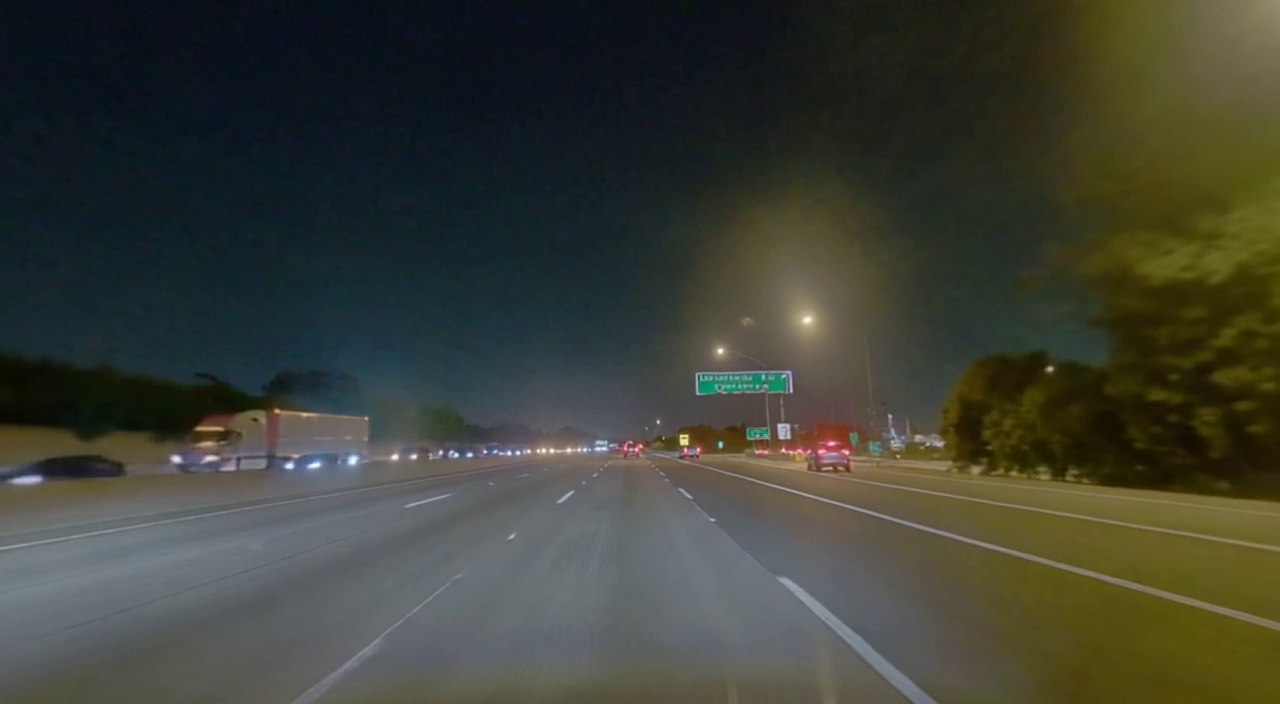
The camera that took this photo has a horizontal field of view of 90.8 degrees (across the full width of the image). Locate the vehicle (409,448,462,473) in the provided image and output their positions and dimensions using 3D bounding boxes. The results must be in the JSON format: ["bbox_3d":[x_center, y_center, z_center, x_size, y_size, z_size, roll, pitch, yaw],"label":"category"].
[{"bbox_3d":[-13.163,6.973,40.916,1.908,1.467,4.603,0,-9,0],"label":"vehicle"}]

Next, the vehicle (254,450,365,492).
[{"bbox_3d":[-12.898,4.628,24.995,1.985,1.447,4.438,0,-9,0],"label":"vehicle"}]

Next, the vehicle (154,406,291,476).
[{"bbox_3d":[-26.706,5.820,41.133,3.106,4.036,8.331,0,-9,0],"label":"vehicle"}]
